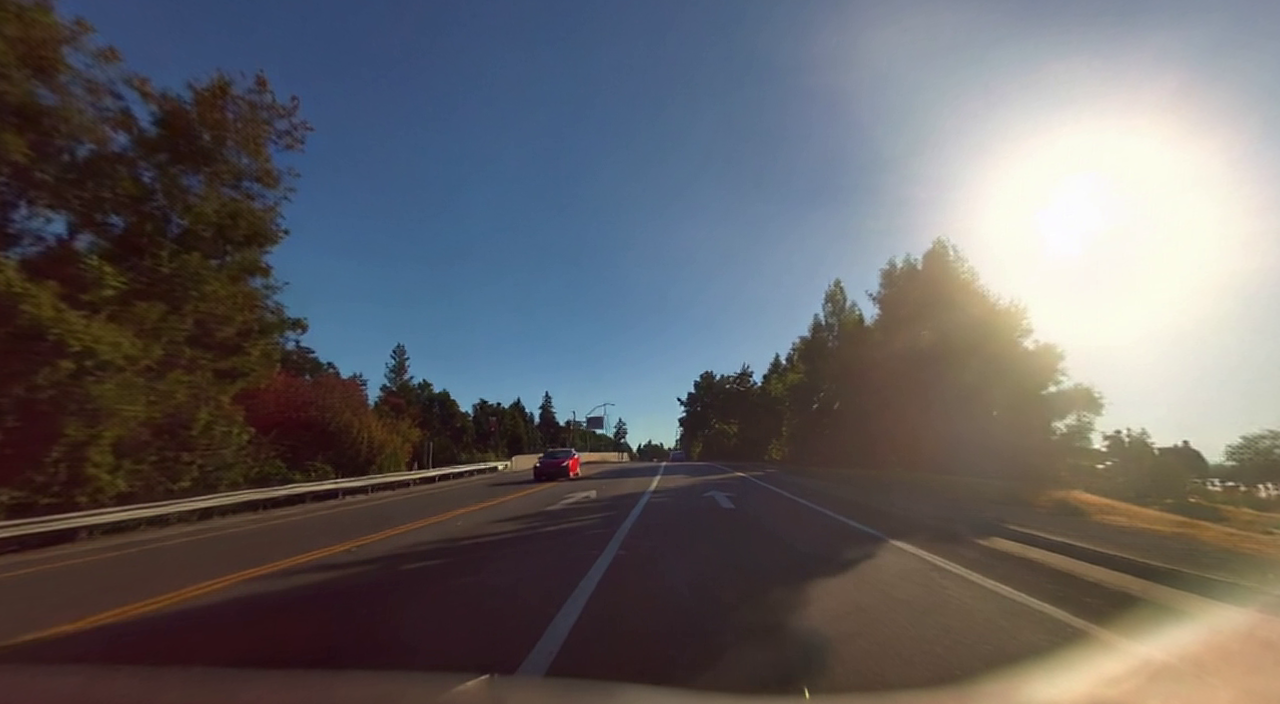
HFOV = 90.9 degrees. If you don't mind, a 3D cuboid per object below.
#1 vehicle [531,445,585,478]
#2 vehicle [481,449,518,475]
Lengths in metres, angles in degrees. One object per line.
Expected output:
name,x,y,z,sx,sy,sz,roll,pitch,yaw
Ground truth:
vehicle,-4.398,5.957,34.550,2.095,1.678,4.421,-1,-9,4
vehicle,-9.933,7.720,44.299,2.077,1.707,4.282,3,-9,-17
